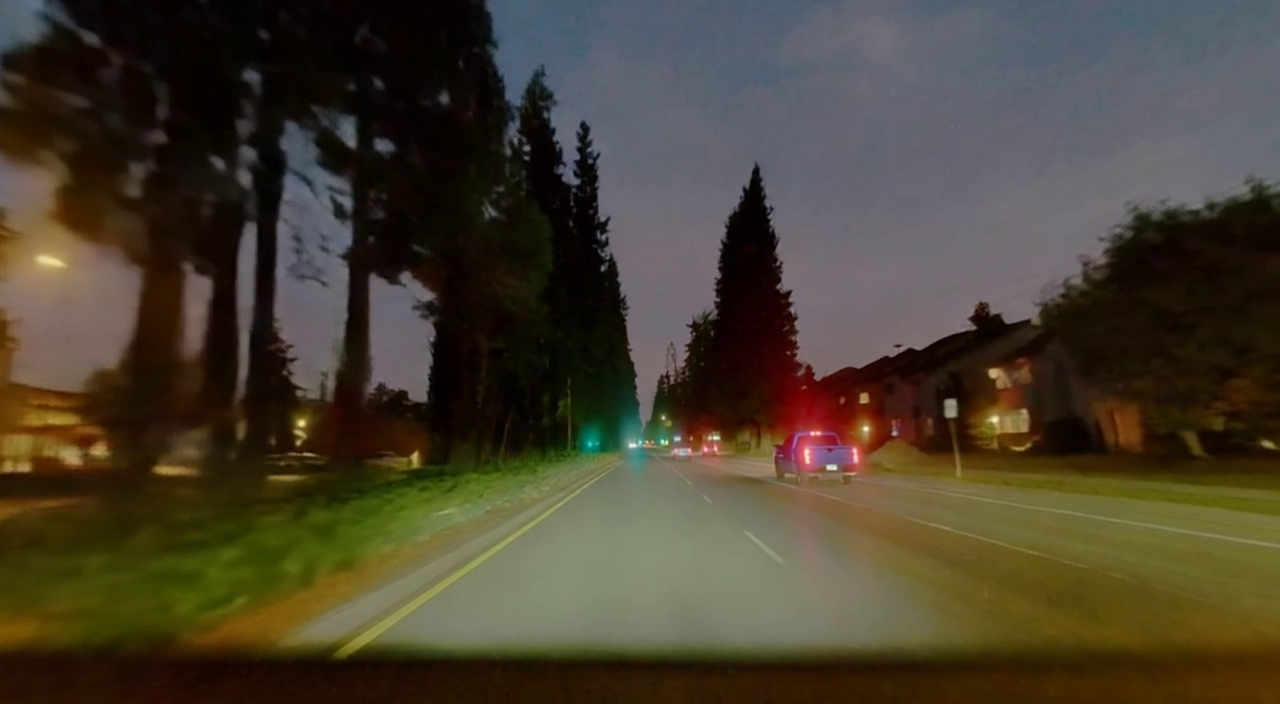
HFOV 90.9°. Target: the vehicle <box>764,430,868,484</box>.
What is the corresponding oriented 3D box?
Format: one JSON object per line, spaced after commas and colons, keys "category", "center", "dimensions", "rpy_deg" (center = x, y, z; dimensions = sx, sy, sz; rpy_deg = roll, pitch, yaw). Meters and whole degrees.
{"category": "vehicle", "center": [6.481, 3.954, 24.088], "dimensions": [2.262, 1.769, 5.666], "rpy_deg": [0, -8, -1]}
